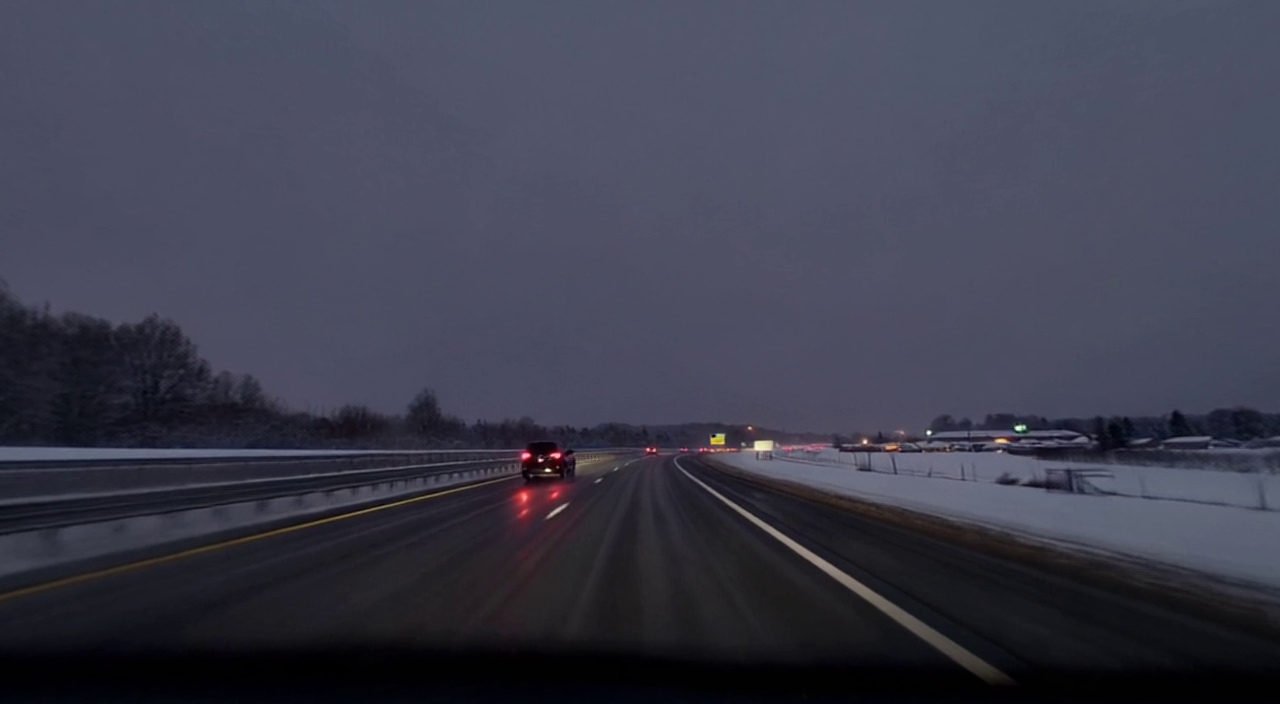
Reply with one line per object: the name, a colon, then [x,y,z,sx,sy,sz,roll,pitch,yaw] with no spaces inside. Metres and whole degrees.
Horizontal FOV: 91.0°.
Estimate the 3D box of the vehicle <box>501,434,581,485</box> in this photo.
vehicle: [-3.714,4.160,24.677,2.193,1.771,4.757,0,-9,2]
